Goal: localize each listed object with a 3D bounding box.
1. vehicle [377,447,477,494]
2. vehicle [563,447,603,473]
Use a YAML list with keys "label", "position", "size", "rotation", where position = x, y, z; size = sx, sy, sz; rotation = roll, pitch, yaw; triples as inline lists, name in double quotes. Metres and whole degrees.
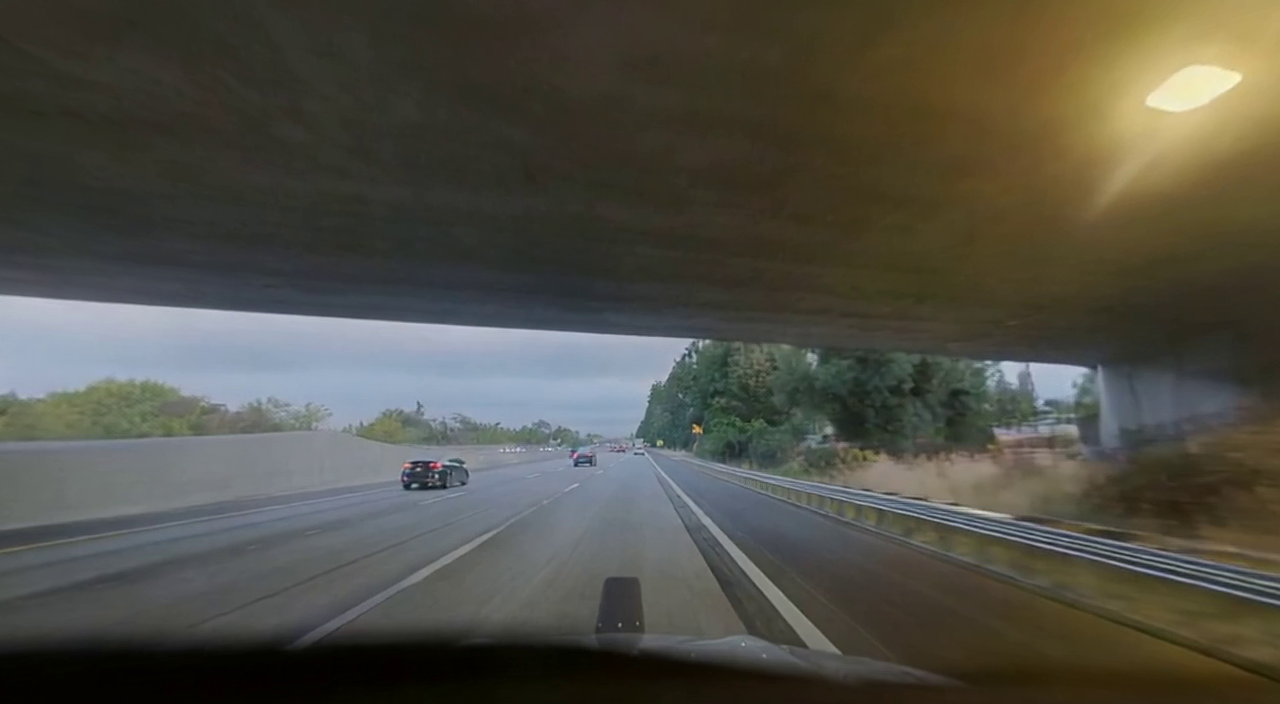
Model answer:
- label: "vehicle"
  position: [-7.621, 4.270, 23.112]
  size: [2.002, 1.507, 4.631]
  rotation: [0, -9, 1]
- label: "vehicle"
  position: [-3.667, 7.056, 41.341]
  size: [2.102, 1.571, 4.666]
  rotation: [0, -9, 1]
